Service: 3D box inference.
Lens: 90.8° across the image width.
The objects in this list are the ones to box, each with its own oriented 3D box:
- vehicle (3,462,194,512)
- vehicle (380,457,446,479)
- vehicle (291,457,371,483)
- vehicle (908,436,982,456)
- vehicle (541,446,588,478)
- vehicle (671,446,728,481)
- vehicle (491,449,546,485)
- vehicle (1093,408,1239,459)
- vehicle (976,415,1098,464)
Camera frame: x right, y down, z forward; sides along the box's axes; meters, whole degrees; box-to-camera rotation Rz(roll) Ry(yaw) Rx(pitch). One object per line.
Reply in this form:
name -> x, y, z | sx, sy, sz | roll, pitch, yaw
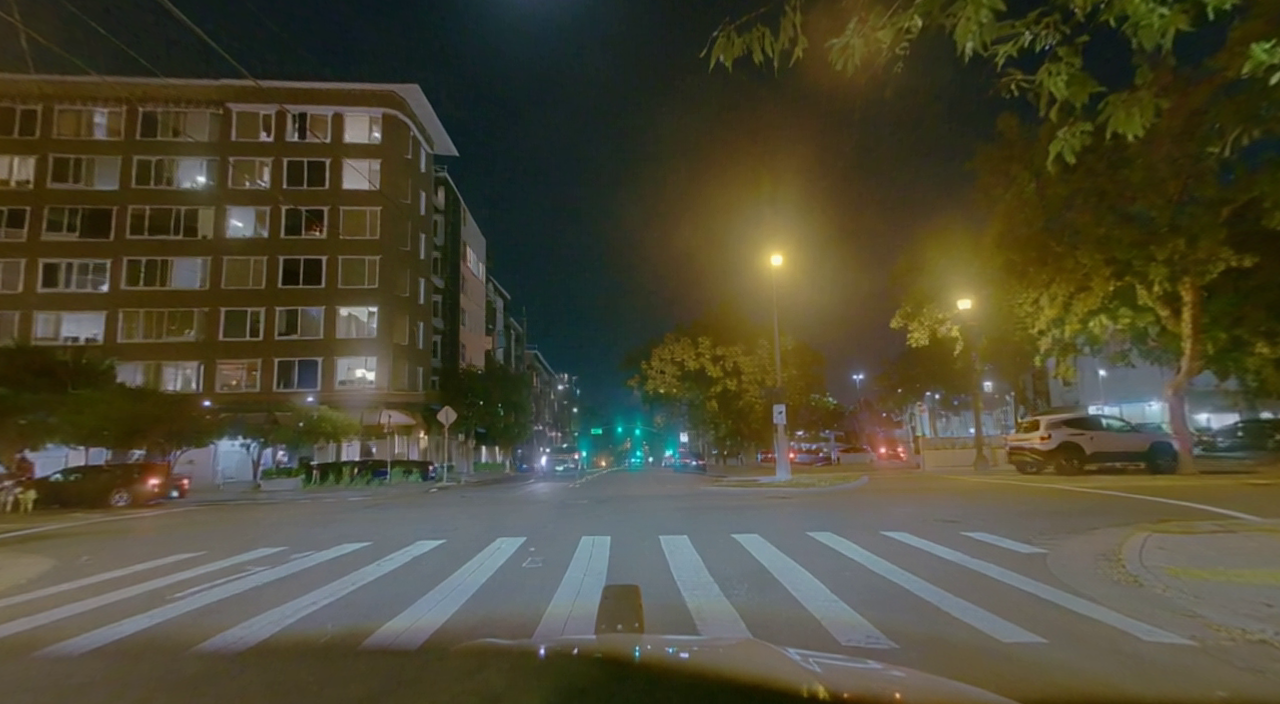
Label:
vehicle -> -17.316, 4.314, 20.369 | 4.439, 1.448, 1.793 | 0, -9, 0
vehicle -> -16.950, 8.657, 47.373 | 4.203, 1.544, 1.889 | 0, -8, 1
vehicle -> -23.180, 8.885, 47.497 | 4.844, 1.836, 2.117 | -1, -8, 4
vehicle -> 23.013, 7.085, 47.769 | 4.528, 1.475, 2.070 | 0, -8, 3
vehicle -> -4.434, 6.539, 37.712 | 2.102, 1.768, 4.290 | -1, -10, 2
vehicle -> 3.213, 5.853, 33.470 | 1.942, 1.603, 3.785 | 0, -8, 22
vehicle -> -7.617, 7.246, 40.248 | 2.193, 1.814, 5.061 | -9, -8, 0
vehicle -> 22.304, 3.531, 27.141 | 2.137, 1.962, 4.988 | -1, -8, 3
vehicle -> 16.743, 3.789, 26.994 | 2.041, 1.921, 4.574 | 0, -9, -2
